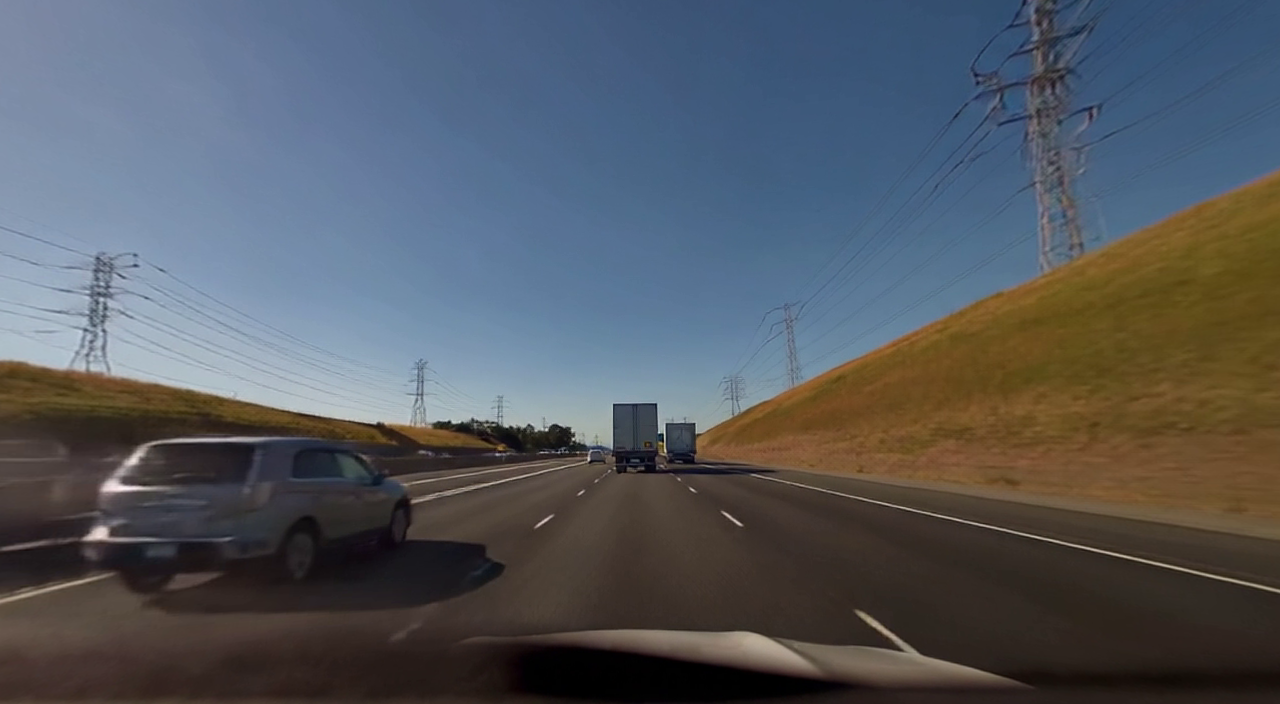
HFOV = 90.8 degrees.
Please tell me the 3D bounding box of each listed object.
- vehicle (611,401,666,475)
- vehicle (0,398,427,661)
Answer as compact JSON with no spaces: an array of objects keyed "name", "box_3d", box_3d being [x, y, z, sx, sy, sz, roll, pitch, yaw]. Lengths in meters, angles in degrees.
[{"name":"vehicle","box_3d":[-0.075,5.584,40.375,2.985,4.025,10.982,0,-9,0]},{"name":"vehicle","box_3d":[-3.890,1.467,6.265,2.050,1.679,4.253,0,-9,0]}]
